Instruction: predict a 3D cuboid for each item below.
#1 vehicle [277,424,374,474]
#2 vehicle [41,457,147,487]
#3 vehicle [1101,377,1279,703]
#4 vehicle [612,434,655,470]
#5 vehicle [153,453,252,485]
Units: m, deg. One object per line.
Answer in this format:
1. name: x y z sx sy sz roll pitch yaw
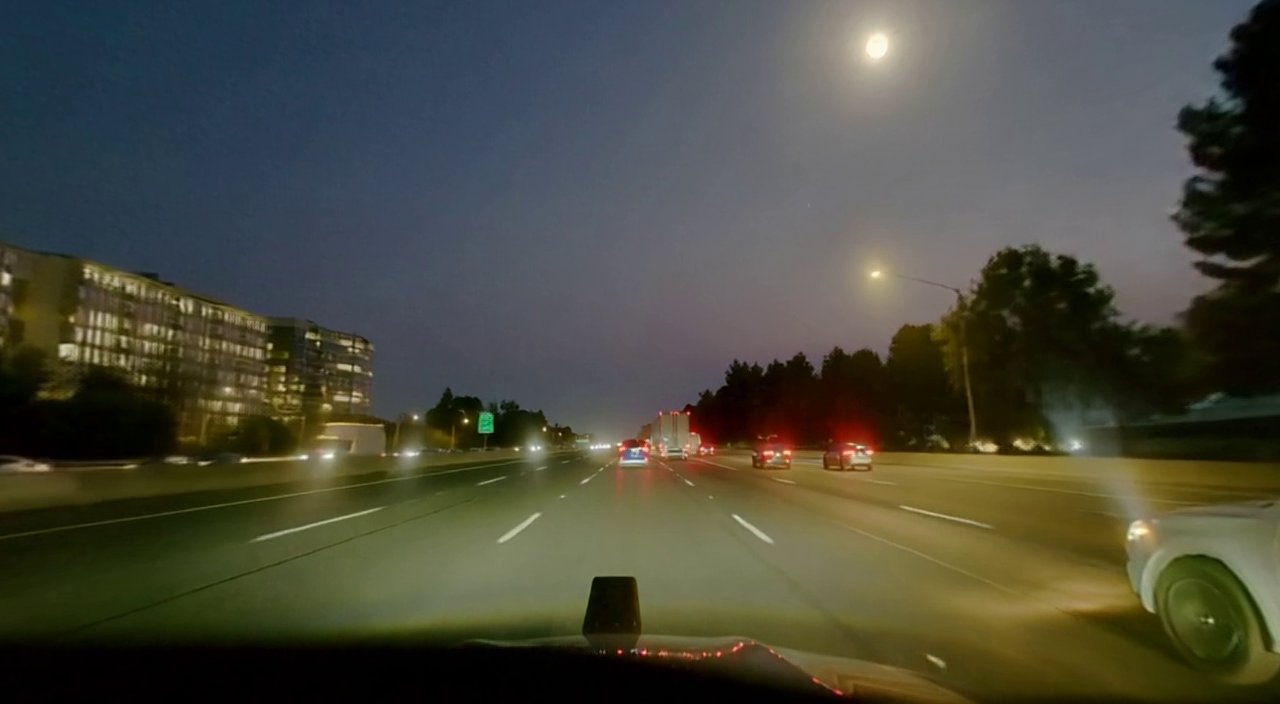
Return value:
1. vehicle: -18.076 5.618 36.853 2.255 2.648 6.640 0 -8 0
2. vehicle: -29.854 6.534 34.730 1.880 1.435 4.451 0 -8 -1
3. vehicle: 3.524 0.715 1.231 1.950 1.596 4.326 0 -8 0
4. vehicle: -0.400 5.702 36.141 2.297 1.912 4.355 0 -8 -1
5. vehicle: -22.514 6.016 32.768 1.845 1.442 4.668 0 -8 0
